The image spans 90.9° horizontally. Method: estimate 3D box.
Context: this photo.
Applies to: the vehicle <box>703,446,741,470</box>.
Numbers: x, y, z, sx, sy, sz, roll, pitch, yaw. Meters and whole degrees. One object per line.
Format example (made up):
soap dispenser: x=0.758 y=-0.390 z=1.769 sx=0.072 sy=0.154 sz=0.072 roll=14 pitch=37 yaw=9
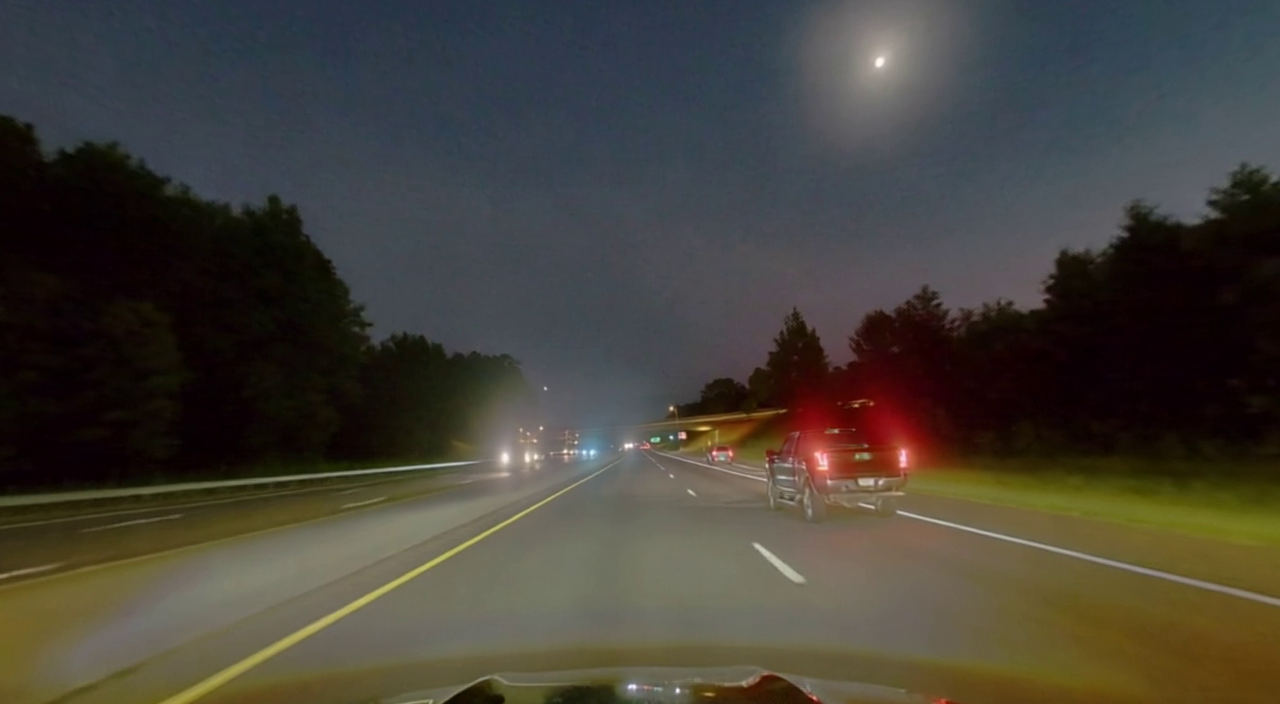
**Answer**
vehicle: x=5.390 y=7.015 z=41.757 sx=1.987 sy=1.473 sz=4.244 roll=0 pitch=-9 yaw=1
